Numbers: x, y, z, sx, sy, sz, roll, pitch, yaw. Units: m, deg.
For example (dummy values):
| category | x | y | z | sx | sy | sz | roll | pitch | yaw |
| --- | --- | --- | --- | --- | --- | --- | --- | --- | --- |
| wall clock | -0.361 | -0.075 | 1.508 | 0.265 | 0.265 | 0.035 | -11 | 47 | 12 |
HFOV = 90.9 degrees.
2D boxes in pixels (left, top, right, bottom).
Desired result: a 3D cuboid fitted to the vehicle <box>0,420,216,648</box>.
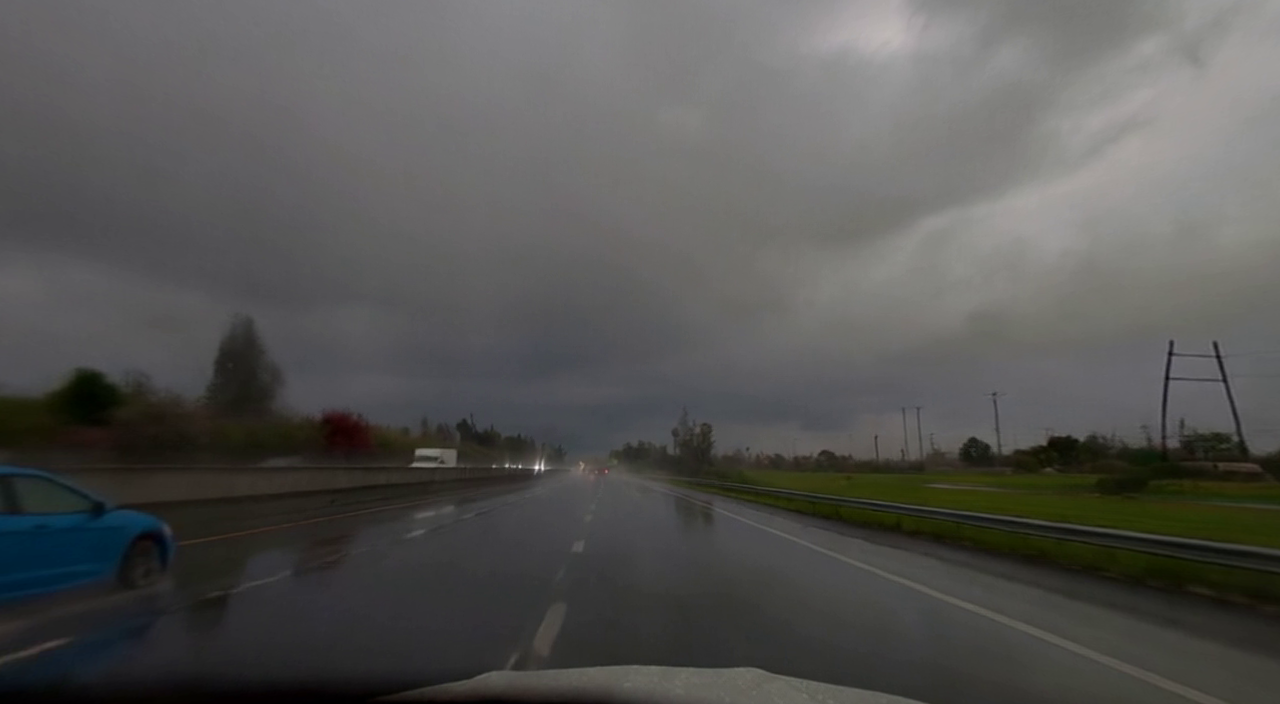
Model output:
| category | x | y | z | sx | sy | sz | roll | pitch | yaw |
| --- | --- | --- | --- | --- | --- | --- | --- | --- | --- |
| vehicle | -5.953 | 1.401 | 4.943 | 2.194 | 1.704 | 4.421 | 1 | -10 | -2 |
